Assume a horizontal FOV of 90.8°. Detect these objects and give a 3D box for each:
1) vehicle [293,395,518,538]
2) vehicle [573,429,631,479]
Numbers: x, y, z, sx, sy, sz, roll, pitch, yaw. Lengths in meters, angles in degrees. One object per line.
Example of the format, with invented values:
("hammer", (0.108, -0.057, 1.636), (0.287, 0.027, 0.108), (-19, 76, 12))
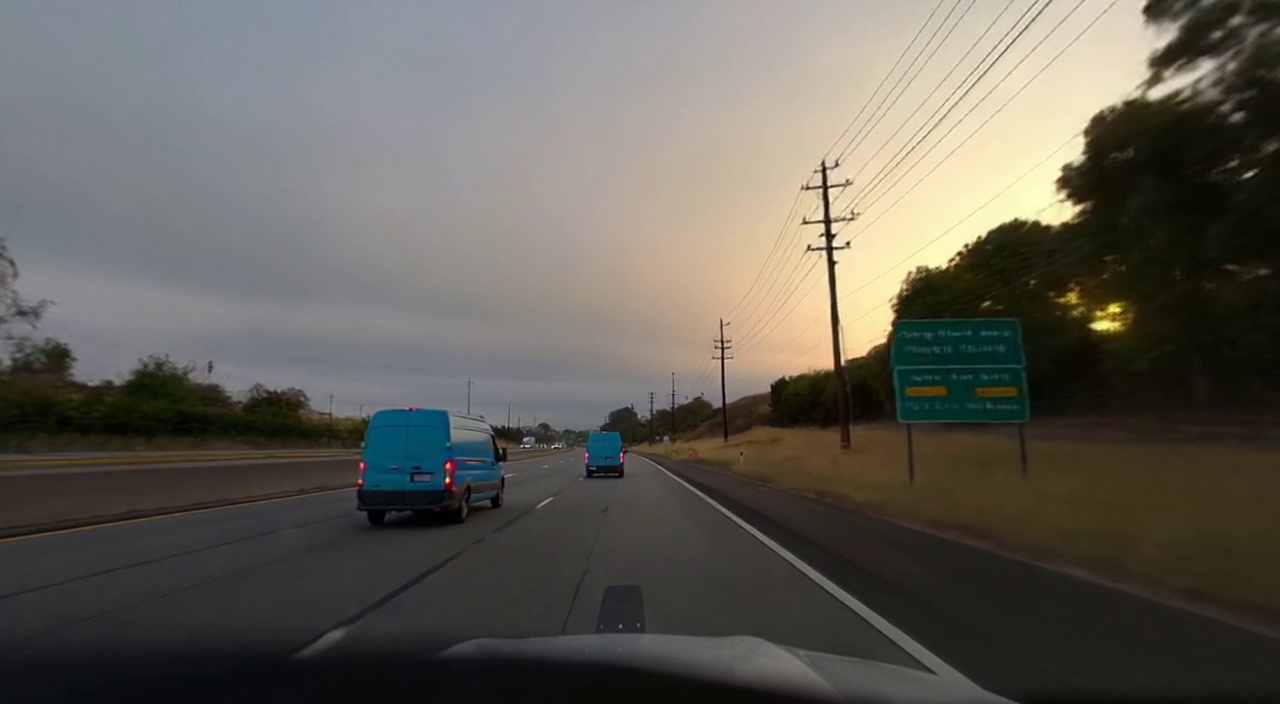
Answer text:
("vehicle", (-3.809, 2.006, 11.509), (2.145, 2.010, 4.980), (0, -9, 0))
("vehicle", (-1.579, 4.557, 28.315), (2.197, 2.011, 5.130), (0, -9, 1))
